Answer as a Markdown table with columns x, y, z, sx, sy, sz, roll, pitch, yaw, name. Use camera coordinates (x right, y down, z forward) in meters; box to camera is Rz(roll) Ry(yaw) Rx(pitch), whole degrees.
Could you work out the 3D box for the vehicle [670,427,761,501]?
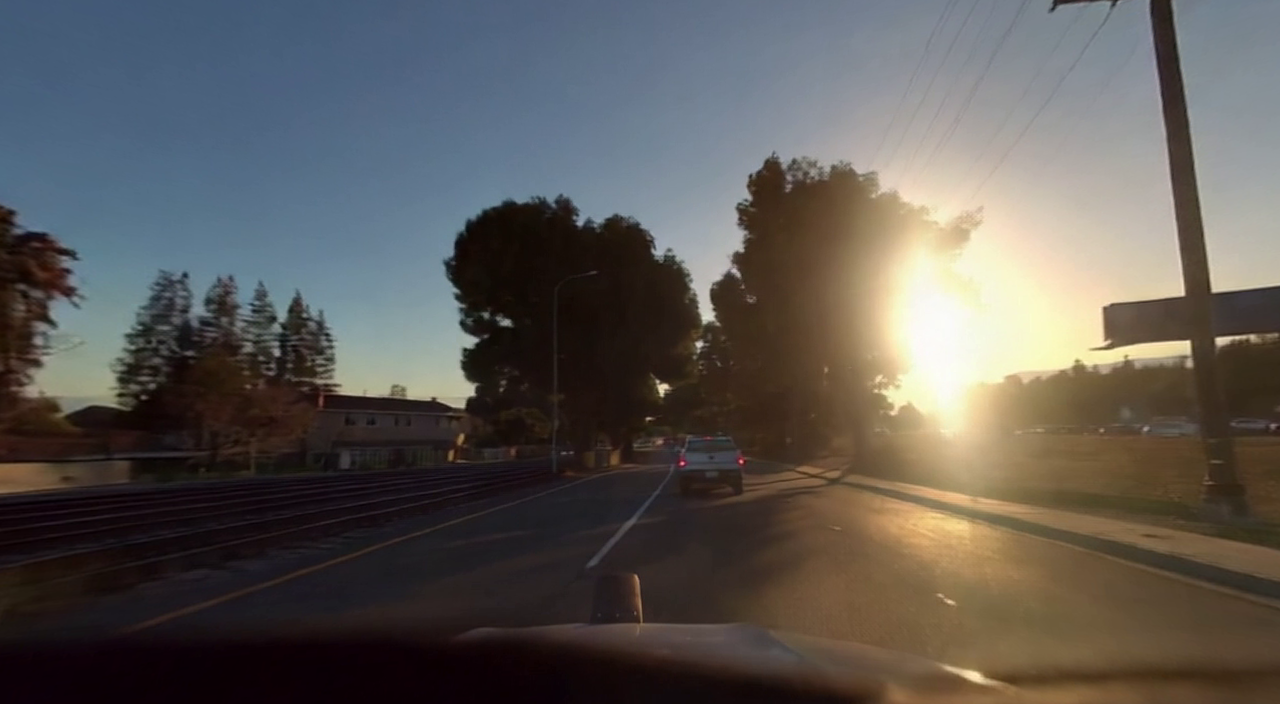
| x | y | z | sx | sy | sz | roll | pitch | yaw | name |
| --- | --- | --- | --- | --- | --- | --- | --- | --- | --- |
| 2.334 | 3.394 | 19.651 | 2.404 | 1.926 | 5.251 | 0 | -8 | 7 | vehicle |
